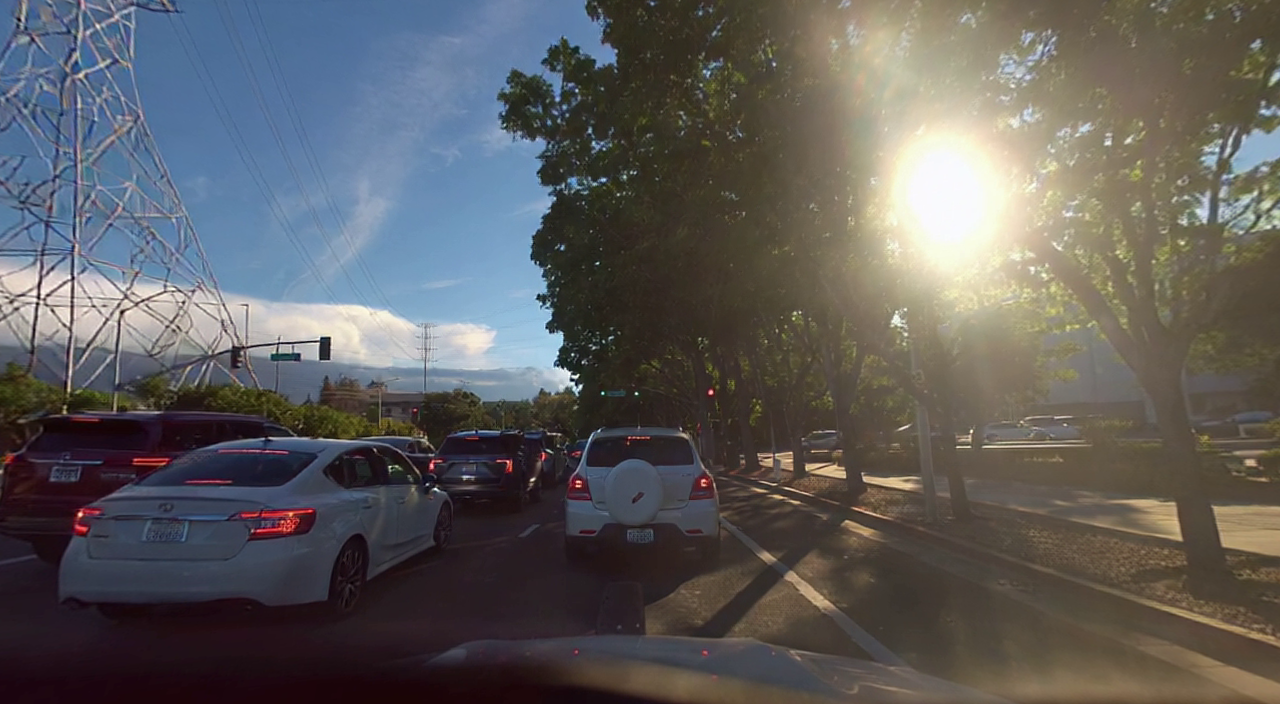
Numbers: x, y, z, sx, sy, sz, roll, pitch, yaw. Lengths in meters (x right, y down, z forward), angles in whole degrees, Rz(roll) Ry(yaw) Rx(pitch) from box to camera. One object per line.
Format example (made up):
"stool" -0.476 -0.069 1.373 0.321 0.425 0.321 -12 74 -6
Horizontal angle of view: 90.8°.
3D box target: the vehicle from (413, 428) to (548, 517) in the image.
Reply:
"vehicle" -3.253 2.524 13.712 1.997 1.636 3.760 0 -8 -1

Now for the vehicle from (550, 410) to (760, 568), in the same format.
"vehicle" 0.090 1.770 8.933 2.239 1.661 4.224 0 -8 -2

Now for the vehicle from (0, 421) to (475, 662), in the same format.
"vehicle" -3.168 1.503 6.209 1.973 1.469 4.448 0 -8 -1

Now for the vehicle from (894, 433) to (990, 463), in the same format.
"vehicle" 15.103 4.800 31.715 3.858 1.437 1.899 0 -8 -4
